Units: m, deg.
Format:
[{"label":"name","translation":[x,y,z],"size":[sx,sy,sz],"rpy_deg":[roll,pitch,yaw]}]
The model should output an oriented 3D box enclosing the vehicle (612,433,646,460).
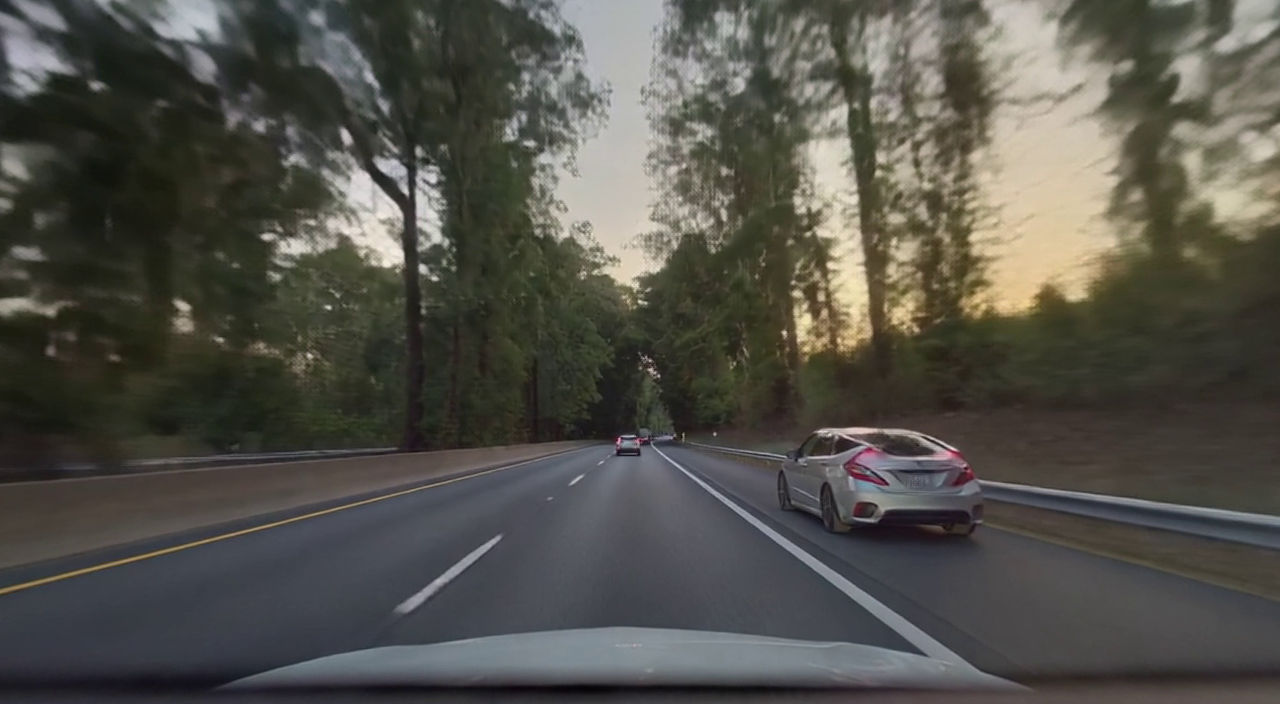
[{"label":"vehicle","translation":[-0.700,6.213,41.532],"size":[2.094,1.653,4.283],"rpy_deg":[0,-8,0]}]
